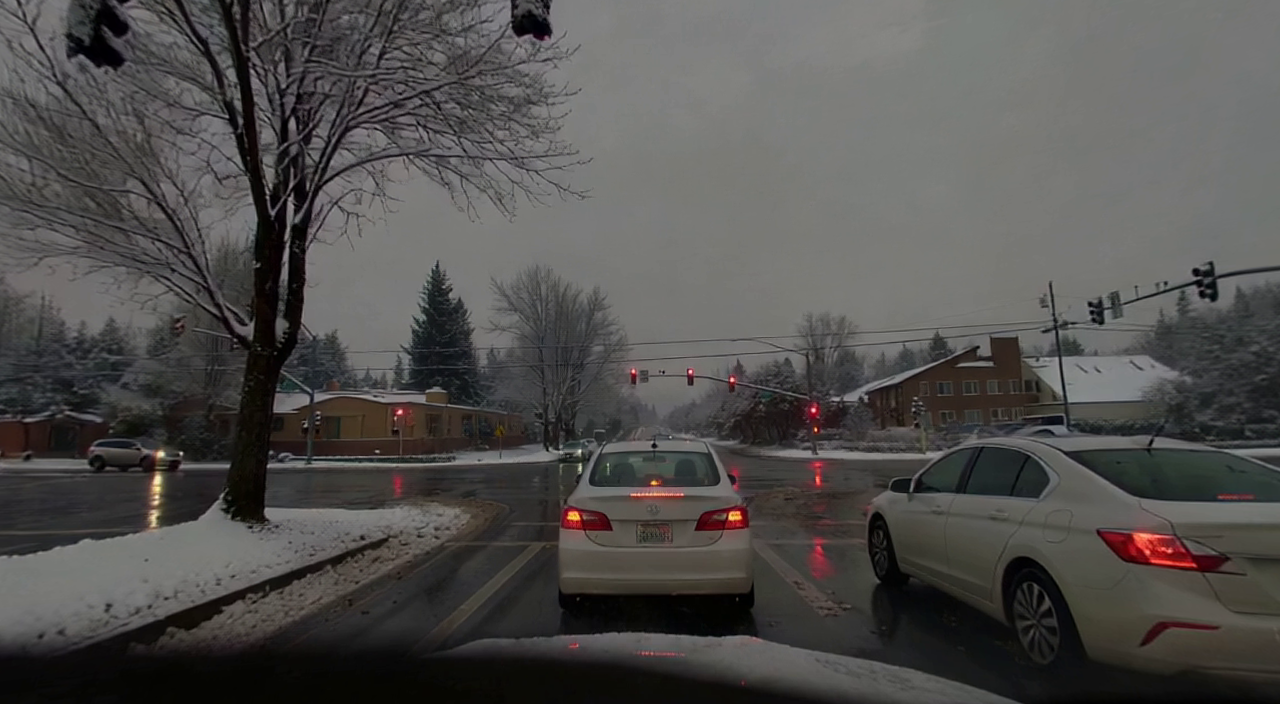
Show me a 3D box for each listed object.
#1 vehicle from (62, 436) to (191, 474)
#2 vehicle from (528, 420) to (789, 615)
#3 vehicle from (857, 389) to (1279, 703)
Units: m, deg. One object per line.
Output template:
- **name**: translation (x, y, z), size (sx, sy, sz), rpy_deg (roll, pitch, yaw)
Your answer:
- **vehicle**: translation (-24.309, 4.868, 29.981), size (4.450, 1.684, 1.894), rpy_deg (0, -8, 0)
- **vehicle**: translation (0.104, 1.563, 6.875), size (2.017, 1.485, 3.813), rpy_deg (0, -8, -1)
- **vehicle**: translation (3.171, 1.126, 3.898), size (1.931, 1.493, 4.555), rpy_deg (0, -8, -1)
